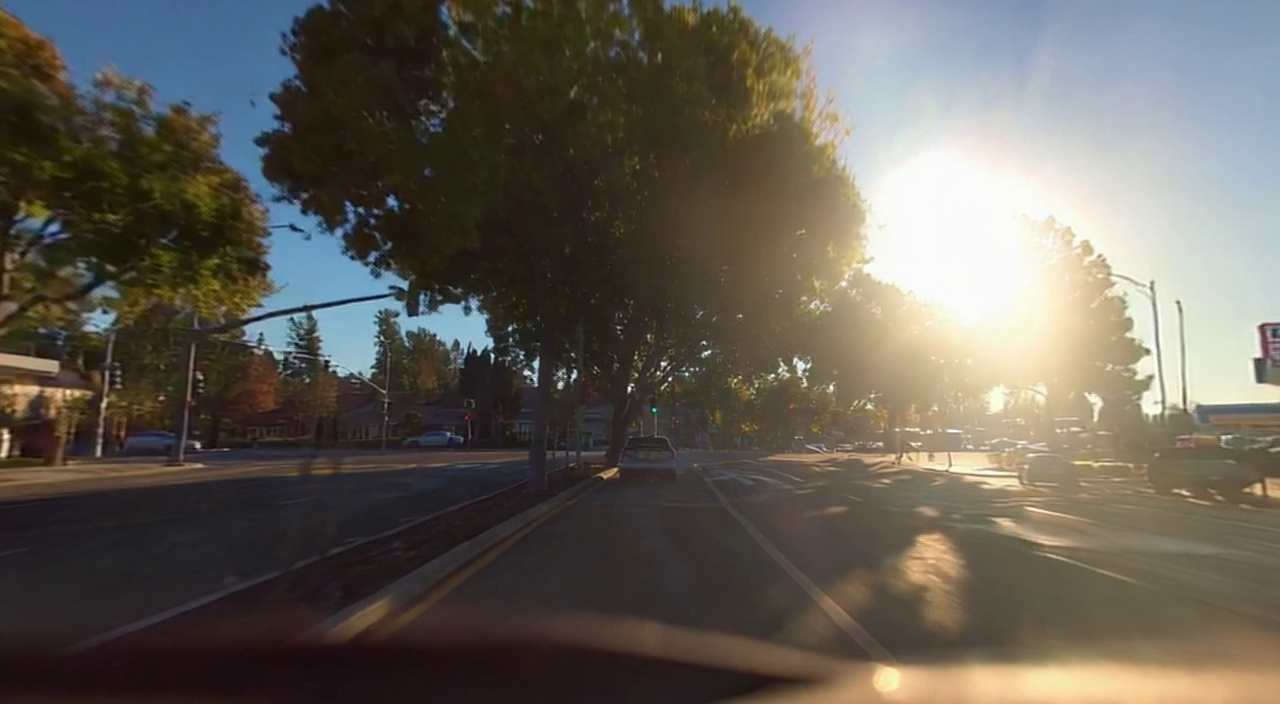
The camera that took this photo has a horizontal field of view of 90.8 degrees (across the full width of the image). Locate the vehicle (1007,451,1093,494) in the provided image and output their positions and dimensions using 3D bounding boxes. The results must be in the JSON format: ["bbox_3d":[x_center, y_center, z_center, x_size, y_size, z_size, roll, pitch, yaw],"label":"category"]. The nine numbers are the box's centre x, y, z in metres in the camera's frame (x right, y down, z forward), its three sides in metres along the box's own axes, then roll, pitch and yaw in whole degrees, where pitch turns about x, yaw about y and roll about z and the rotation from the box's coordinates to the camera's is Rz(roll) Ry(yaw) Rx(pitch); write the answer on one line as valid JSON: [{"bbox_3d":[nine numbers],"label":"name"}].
[{"bbox_3d":[15.892,4.615,24.734,2.099,1.464,4.615,-4,-9,25],"label":"vehicle"}]

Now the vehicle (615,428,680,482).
[{"bbox_3d":[0.249,3.547,21.969,2.055,1.655,4.204,0,-9,1],"label":"vehicle"}]

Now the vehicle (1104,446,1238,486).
[{"bbox_3d":[23.080,4.934,27.543,4.331,1.604,1.858,1,-9,-7],"label":"vehicle"}]

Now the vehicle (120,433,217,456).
[{"bbox_3d":[-31.258,6.169,42.039,4.749,1.463,1.871,1,-9,-11],"label":"vehicle"}]
